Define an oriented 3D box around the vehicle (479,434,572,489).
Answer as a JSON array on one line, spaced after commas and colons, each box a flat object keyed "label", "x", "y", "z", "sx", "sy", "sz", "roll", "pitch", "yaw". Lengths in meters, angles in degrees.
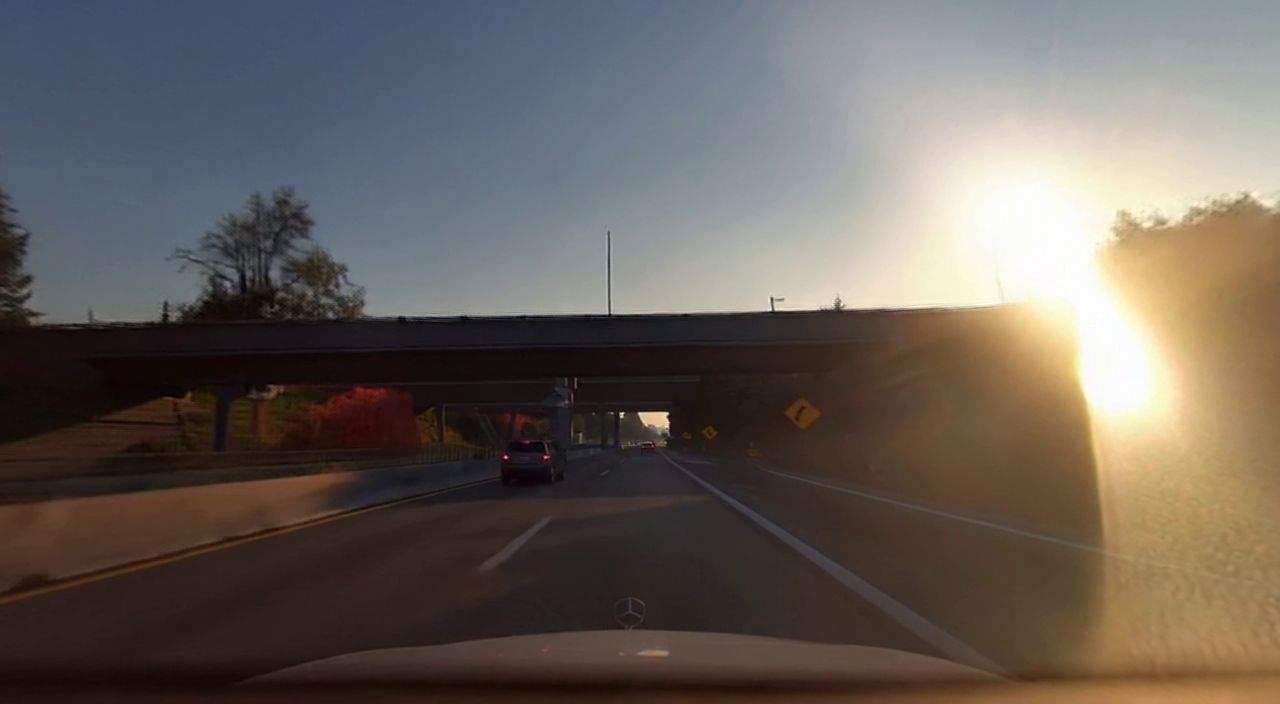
[{"label": "vehicle", "x": -3.483, "y": 3.395, "z": 19.932, "sx": 2.051, "sy": 1.531, "sz": 4.250, "roll": 0, "pitch": -8, "yaw": 1}]
